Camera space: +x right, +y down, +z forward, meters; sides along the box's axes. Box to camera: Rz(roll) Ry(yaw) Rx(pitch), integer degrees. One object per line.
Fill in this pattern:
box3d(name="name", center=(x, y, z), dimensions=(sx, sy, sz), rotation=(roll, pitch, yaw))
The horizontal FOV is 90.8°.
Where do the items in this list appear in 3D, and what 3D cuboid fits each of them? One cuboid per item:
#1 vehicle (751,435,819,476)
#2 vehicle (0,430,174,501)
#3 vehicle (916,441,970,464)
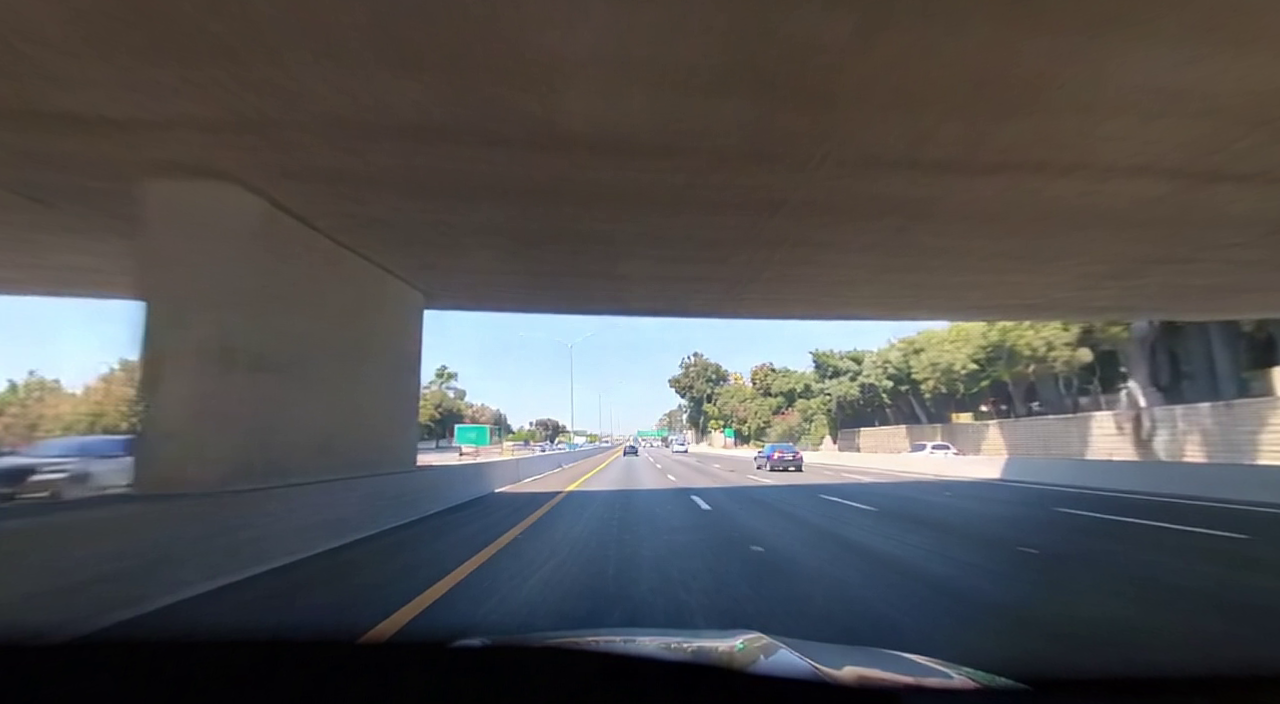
box3d(name="vehicle", center=(6.552, 4.732, 29.112), dimensions=(2.030, 1.706, 4.279), rotation=(0, -9, -1))
box3d(name="vehicle", center=(-14.821, 2.824, 16.142), dimensions=(2.000, 1.529, 5.012), rotation=(0, -9, 0))
box3d(name="vehicle", center=(21.930, 7.272, 45.892), dimensions=(1.826, 1.530, 4.462), rotation=(0, -9, 1))
